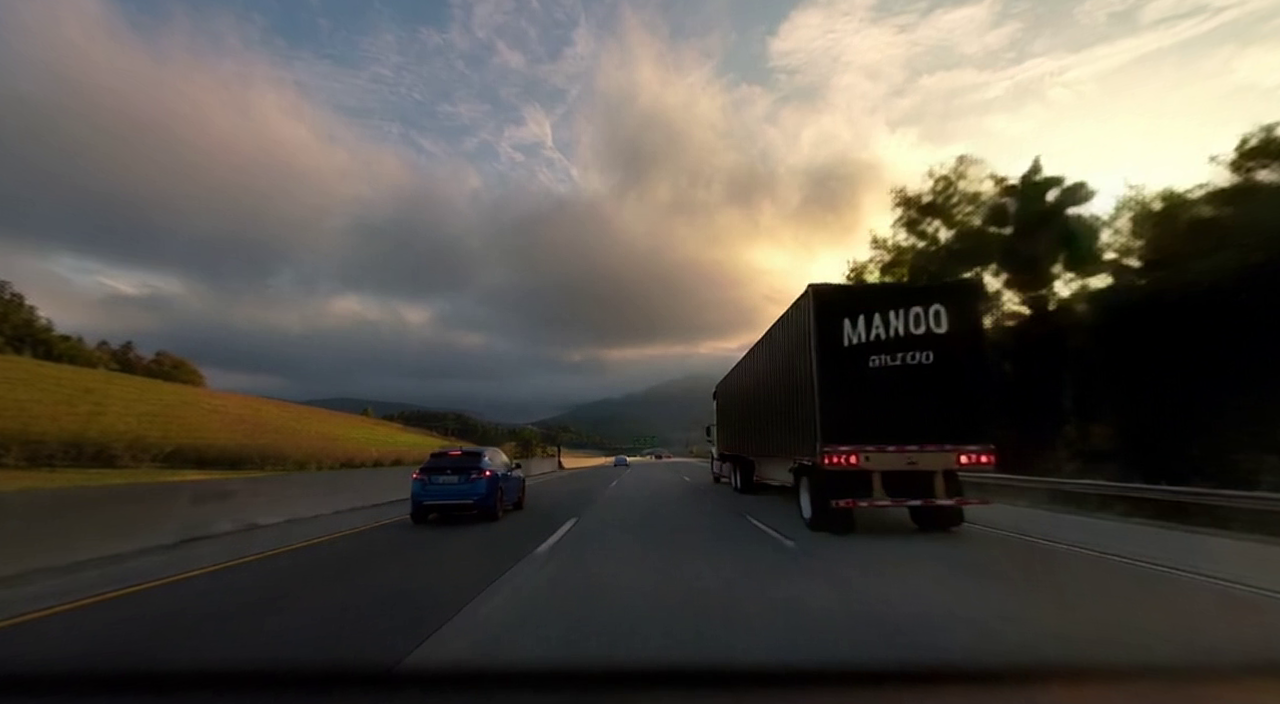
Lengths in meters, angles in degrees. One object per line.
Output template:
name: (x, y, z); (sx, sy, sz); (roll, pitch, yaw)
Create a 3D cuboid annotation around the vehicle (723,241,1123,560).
vehicle: (4.405, 1.599, 14.874); (2.832, 4.034, 13.924); (0, -9, -1)

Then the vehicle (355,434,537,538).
vehicle: (-3.258, 2.339, 11.634); (1.945, 1.537, 4.294); (0, -9, 1)
